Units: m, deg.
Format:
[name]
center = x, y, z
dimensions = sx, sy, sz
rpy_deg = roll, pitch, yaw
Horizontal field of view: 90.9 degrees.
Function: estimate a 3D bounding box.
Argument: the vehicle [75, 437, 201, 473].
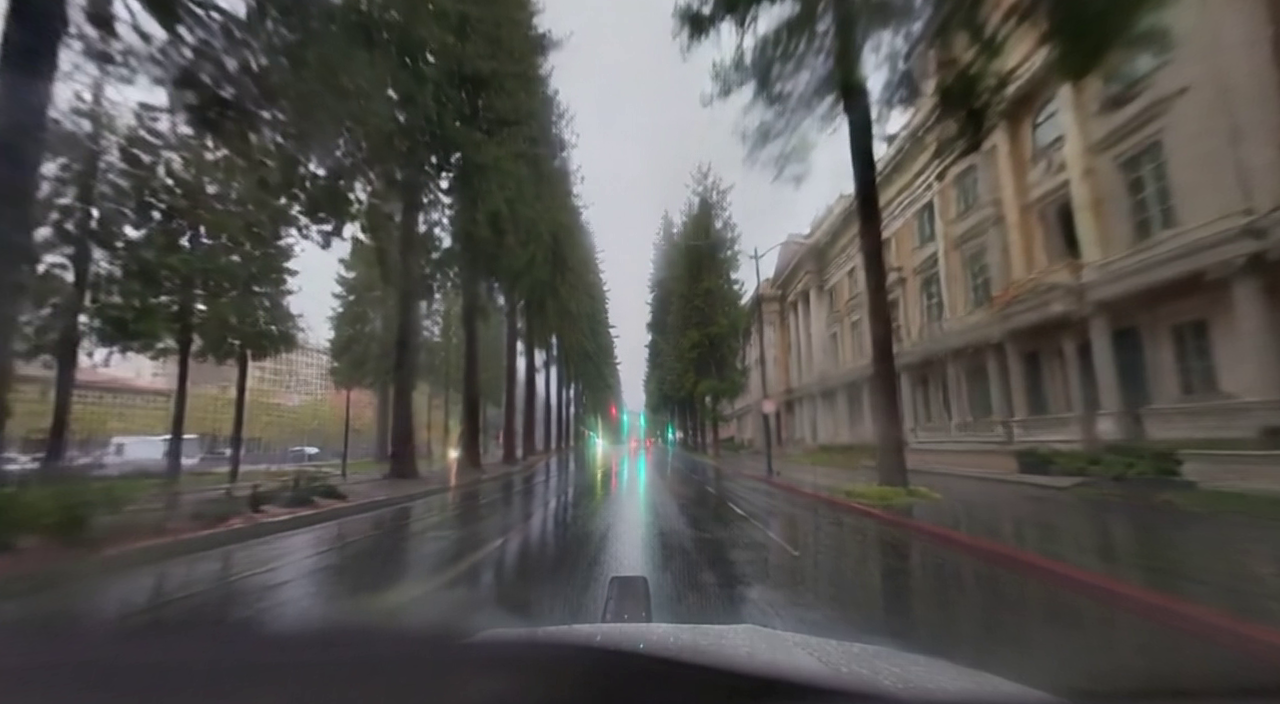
[vehicle]
center = -36.399, 7.478, 46.000
dimensions = 2.132, 2.424, 6.702
rpy_deg = -5, -10, 31
